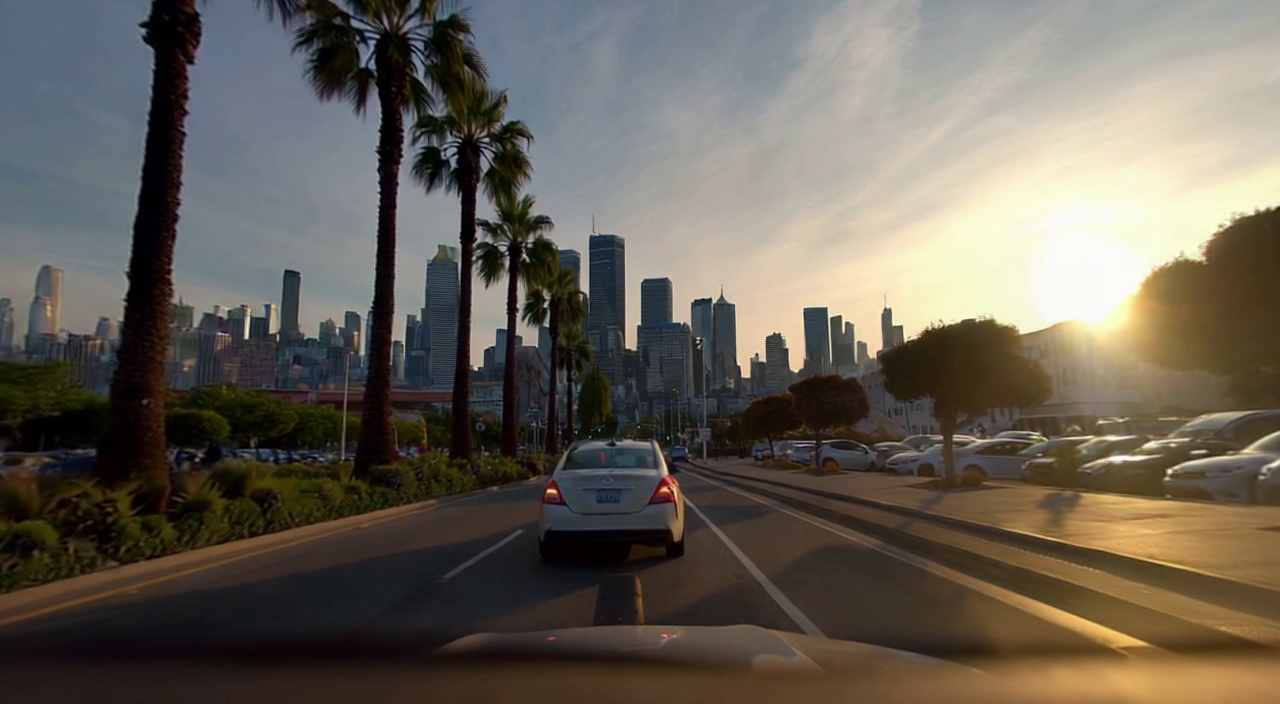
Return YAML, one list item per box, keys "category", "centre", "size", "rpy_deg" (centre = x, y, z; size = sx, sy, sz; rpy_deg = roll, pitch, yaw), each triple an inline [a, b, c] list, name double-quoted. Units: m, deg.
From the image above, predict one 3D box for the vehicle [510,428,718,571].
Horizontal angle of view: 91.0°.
- category: "vehicle"
  centre: [-0.272, 1.881, 8.781]
  size: [2.235, 1.528, 3.876]
  rpy_deg: [0, -8, 0]

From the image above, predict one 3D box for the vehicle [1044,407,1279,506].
- category: "vehicle"
  centre: [12.897, 2.362, 14.535]
  size: [5.301, 1.962, 2.431]
  rpy_deg: [-3, -8, 4]
